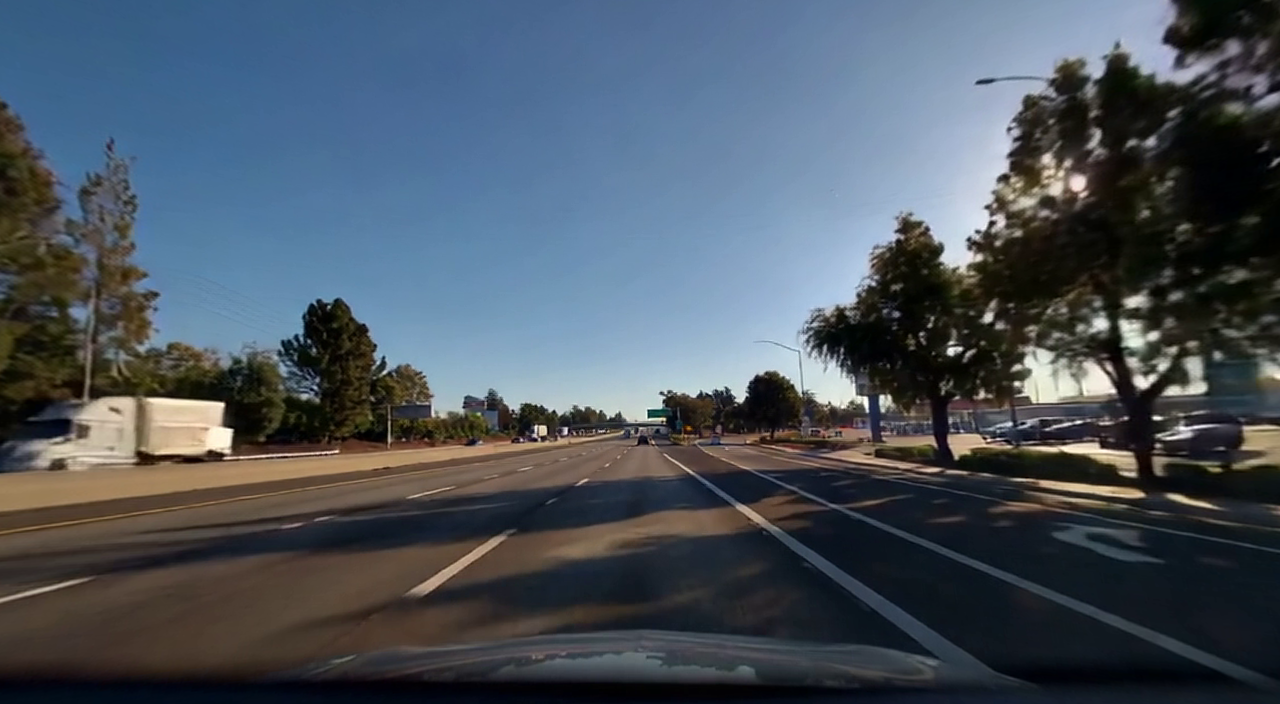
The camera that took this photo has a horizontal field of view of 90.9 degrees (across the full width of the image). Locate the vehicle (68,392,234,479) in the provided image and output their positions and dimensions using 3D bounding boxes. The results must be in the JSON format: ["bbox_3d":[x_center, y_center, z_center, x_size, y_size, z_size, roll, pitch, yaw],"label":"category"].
[{"bbox_3d":[-27.309,4.761,35.924,3.154,4.285,7.732,-1,-8,0],"label":"vehicle"}]

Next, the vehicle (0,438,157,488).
[{"bbox_3d":[-22.606,4.298,24.960,1.989,1.705,6.263,0,-8,0],"label":"vehicle"}]
